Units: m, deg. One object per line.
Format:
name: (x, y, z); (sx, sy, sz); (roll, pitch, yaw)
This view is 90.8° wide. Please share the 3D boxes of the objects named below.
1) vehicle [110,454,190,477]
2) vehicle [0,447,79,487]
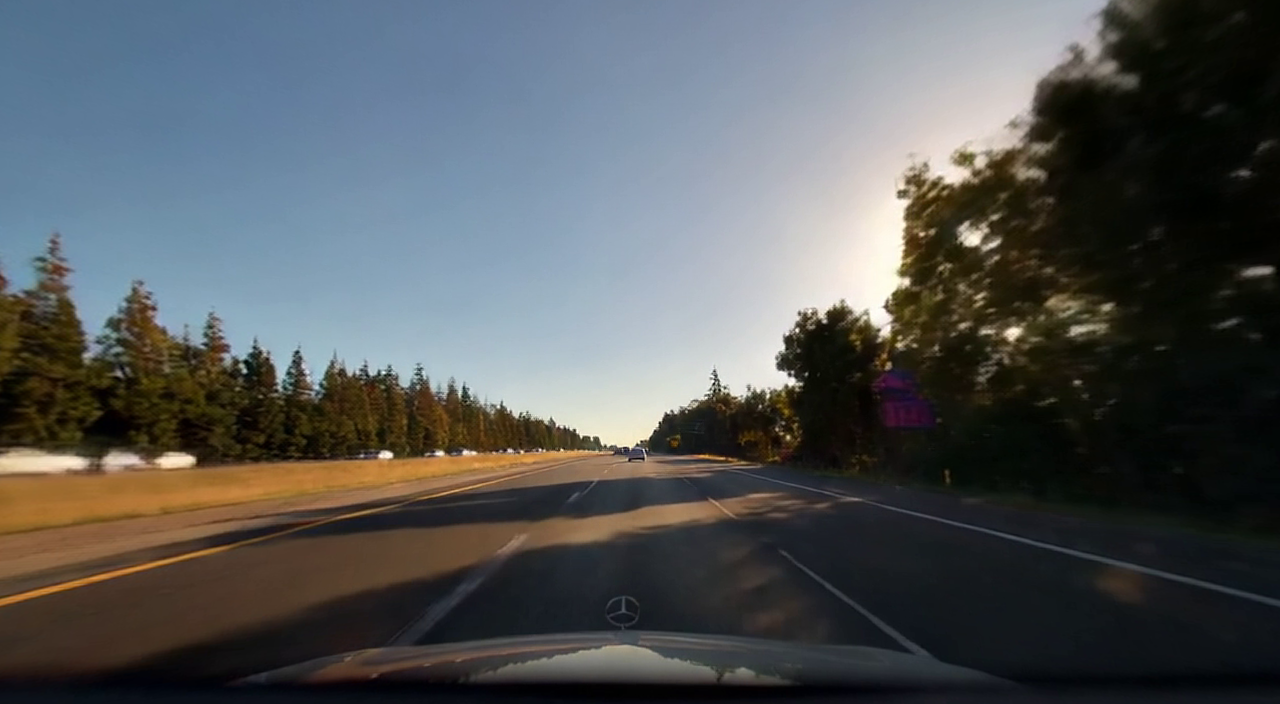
vehicle: (-32.106, 7.423, 41.535); (1.733, 1.416, 4.414); (0, -9, 0)
vehicle: (-28.292, 5.102, 28.210); (1.943, 1.700, 4.869); (0, -9, 0)
